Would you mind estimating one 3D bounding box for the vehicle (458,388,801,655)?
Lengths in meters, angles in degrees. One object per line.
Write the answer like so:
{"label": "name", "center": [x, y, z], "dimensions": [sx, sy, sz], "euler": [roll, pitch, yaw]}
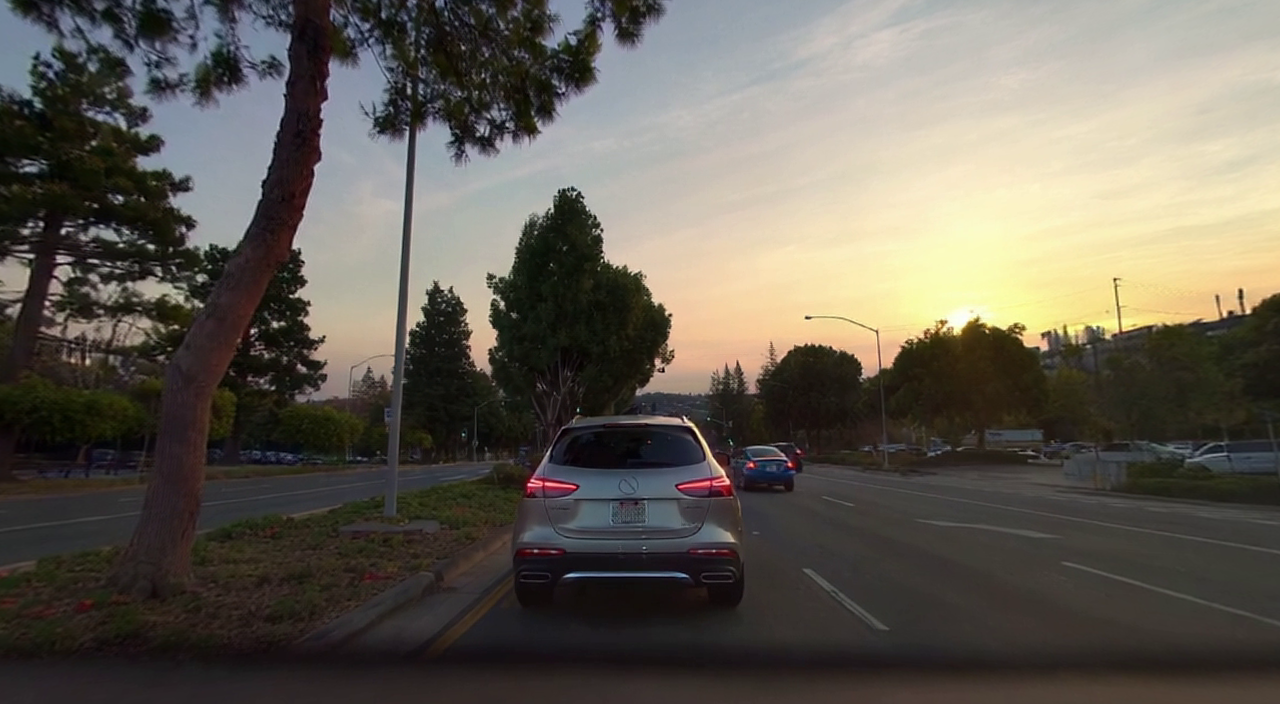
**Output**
{"label": "vehicle", "center": [-0.080, 1.383, 6.110], "dimensions": [2.172, 1.694, 4.055], "euler": [0, -9, 0]}
